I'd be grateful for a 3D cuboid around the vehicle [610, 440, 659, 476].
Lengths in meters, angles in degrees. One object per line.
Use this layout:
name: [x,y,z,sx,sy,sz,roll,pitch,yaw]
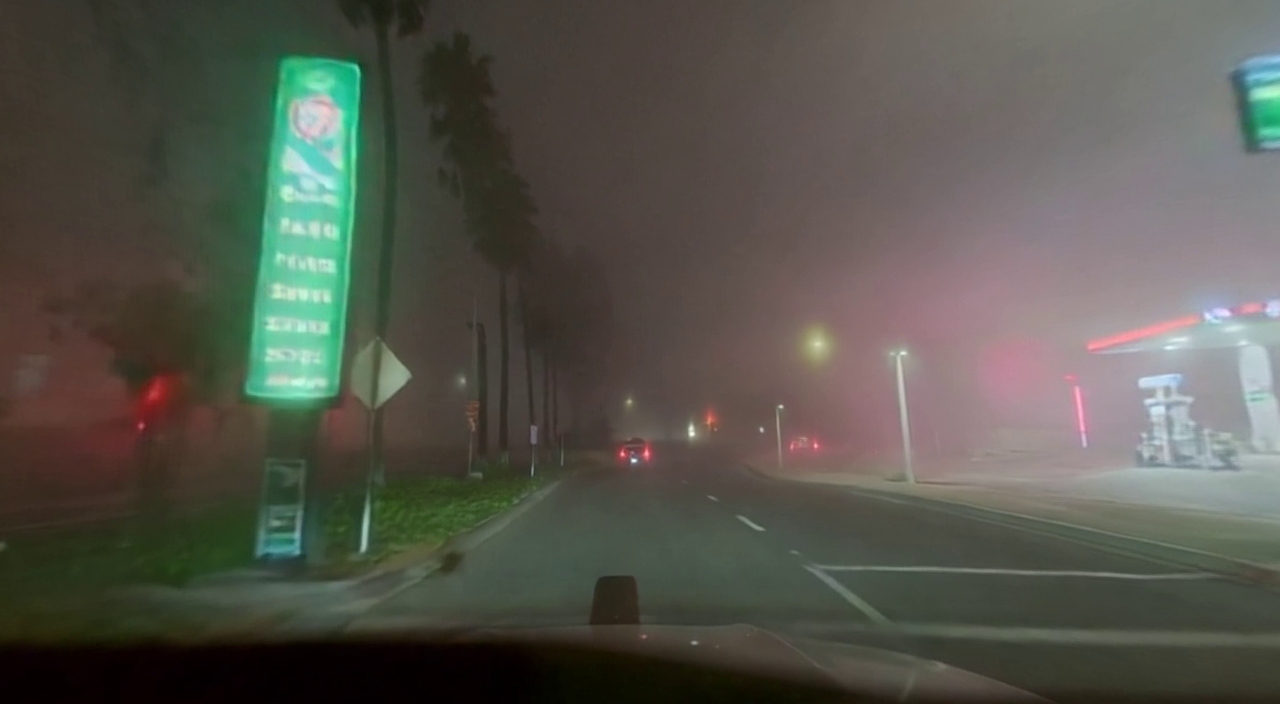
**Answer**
vehicle: [-0.291,4.914,29.391,2.073,1.525,4.809,0,-9,-1]
